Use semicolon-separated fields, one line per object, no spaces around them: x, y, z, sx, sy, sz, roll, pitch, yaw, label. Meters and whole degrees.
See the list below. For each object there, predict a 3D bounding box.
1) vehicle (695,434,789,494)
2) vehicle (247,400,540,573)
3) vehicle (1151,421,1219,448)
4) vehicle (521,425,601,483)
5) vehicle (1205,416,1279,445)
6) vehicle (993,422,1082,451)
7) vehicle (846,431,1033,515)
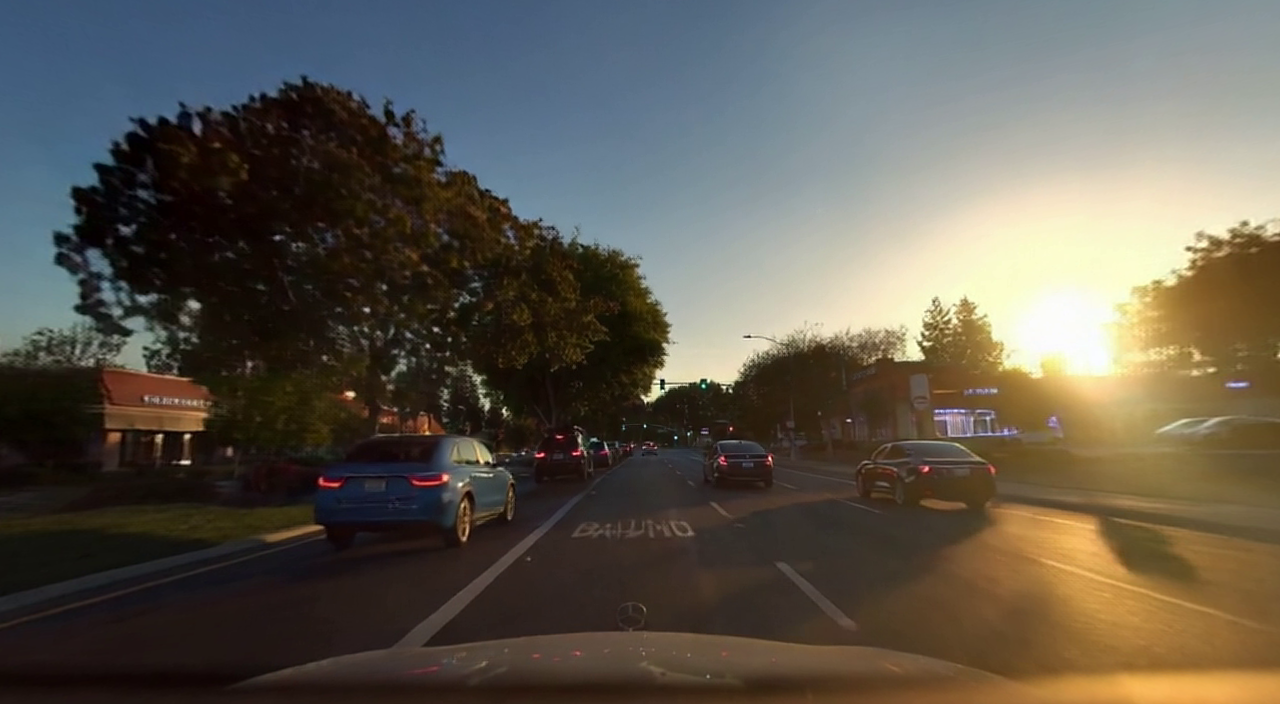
2.817;3.207;18.374;2.004;1.512;4.206;0;-9;0;vehicle
-2.829;1.676;8.587;2.141;1.719;4.379;0;-9;1;vehicle
30.977;4.749;35.966;1.787;1.423;4.347;-4;-10;26;vehicle
-2.605;3.508;21.869;2.117;1.799;4.442;0;-9;1;vehicle
33.922;4.440;35.399;1.983;1.520;4.391;-3;-9;25;vehicle
29.820;6.387;47.437;2.209;1.864;5.044;2;-11;-28;vehicle
6.373;2.618;14.188;1.881;1.540;4.750;0;-9;0;vehicle
